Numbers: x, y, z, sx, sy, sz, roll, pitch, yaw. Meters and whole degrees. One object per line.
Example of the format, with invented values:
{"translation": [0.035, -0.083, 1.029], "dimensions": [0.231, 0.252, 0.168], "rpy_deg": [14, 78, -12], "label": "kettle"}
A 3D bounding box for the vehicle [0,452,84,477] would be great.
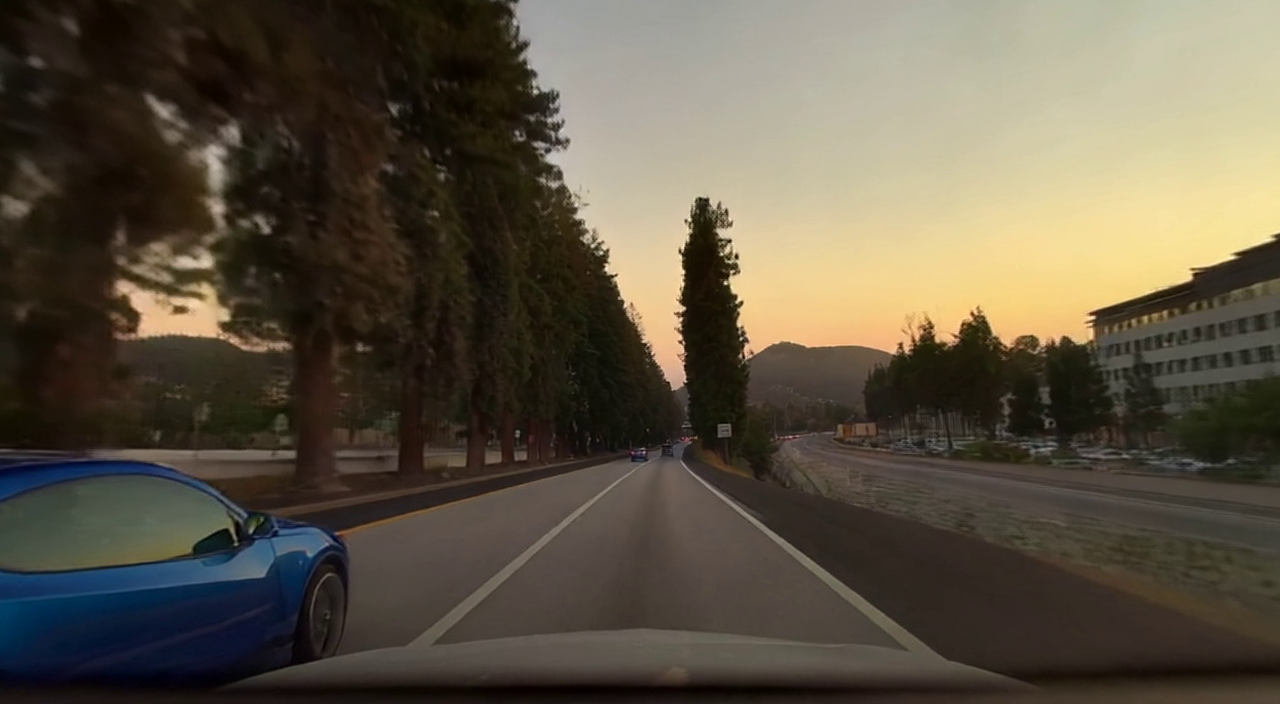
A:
{"translation": [-42.598, 7.945, 44.735], "dimensions": [1.821, 1.533, 4.521], "rpy_deg": [-2, -8, 8], "label": "vehicle"}
